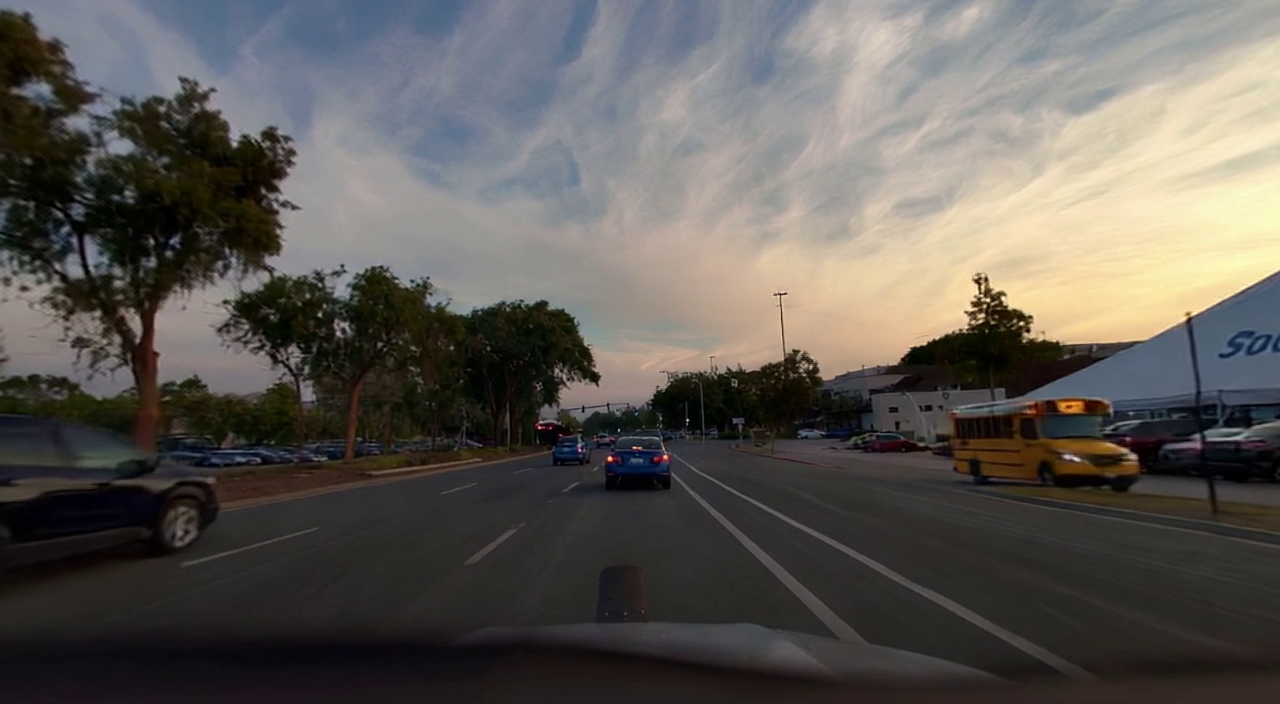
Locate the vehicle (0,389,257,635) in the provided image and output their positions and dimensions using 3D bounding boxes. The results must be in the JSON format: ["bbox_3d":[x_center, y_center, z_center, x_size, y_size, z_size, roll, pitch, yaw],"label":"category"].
[{"bbox_3d":[-5.637,1.283,5.391,2.016,1.748,4.525,0,-9,-3],"label":"vehicle"}]

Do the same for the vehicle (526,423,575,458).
[{"bbox_3d":[-6.960,7.046,49.919,2.485,2.556,6.363,-1,-9,4],"label":"vehicle"}]

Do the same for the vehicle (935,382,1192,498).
[{"bbox_3d":[11.378,2.510,17.908,2.754,2.711,6.196,0,-9,-2],"label":"vehicle"}]

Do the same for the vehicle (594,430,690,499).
[{"bbox_3d":[-0.004,2.804,16.035,2.123,1.498,4.226,0,-9,-1],"label":"vehicle"}]

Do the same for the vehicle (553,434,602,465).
[{"bbox_3d":[-3.462,5.509,35.770,2.148,1.636,4.199,-1,-9,2],"label":"vehicle"}]

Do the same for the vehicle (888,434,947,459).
[{"bbox_3d":[17.863,6.124,40.830,1.694,1.451,4.505,0,-9,0],"label":"vehicle"}]
